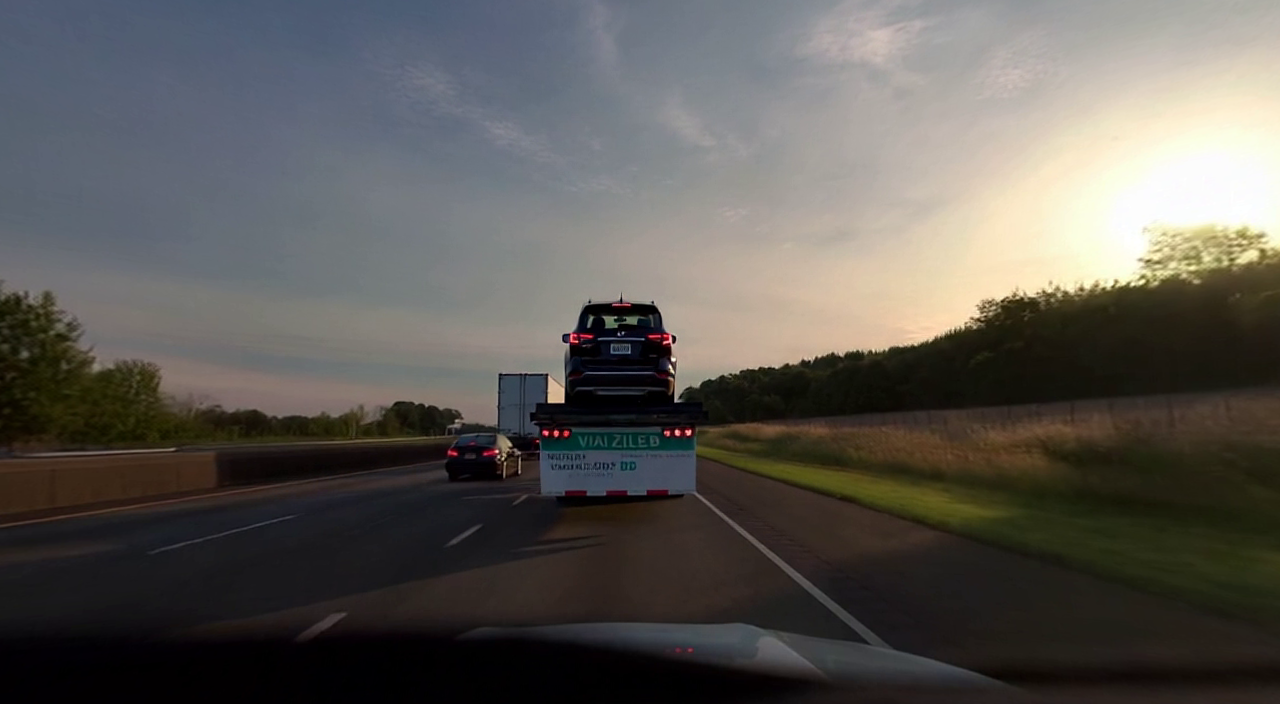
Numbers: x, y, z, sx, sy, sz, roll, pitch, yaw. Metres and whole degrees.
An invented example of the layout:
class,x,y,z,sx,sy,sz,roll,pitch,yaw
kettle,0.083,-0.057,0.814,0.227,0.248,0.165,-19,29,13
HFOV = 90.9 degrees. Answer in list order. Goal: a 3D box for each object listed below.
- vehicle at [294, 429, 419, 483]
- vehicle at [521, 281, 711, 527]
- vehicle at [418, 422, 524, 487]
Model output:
class,x,y,z,sx,sy,sz,roll,pitch,yaw
vehicle,-8.938,3.294,20.421,1.897,1.524,4.790,0,-7,-1
vehicle,-0.455,1.322,13.916,2.738,3.628,9.223,0,-7,-1
vehicle,-4.753,2.930,18.455,1.914,1.675,4.331,0,-7,0
